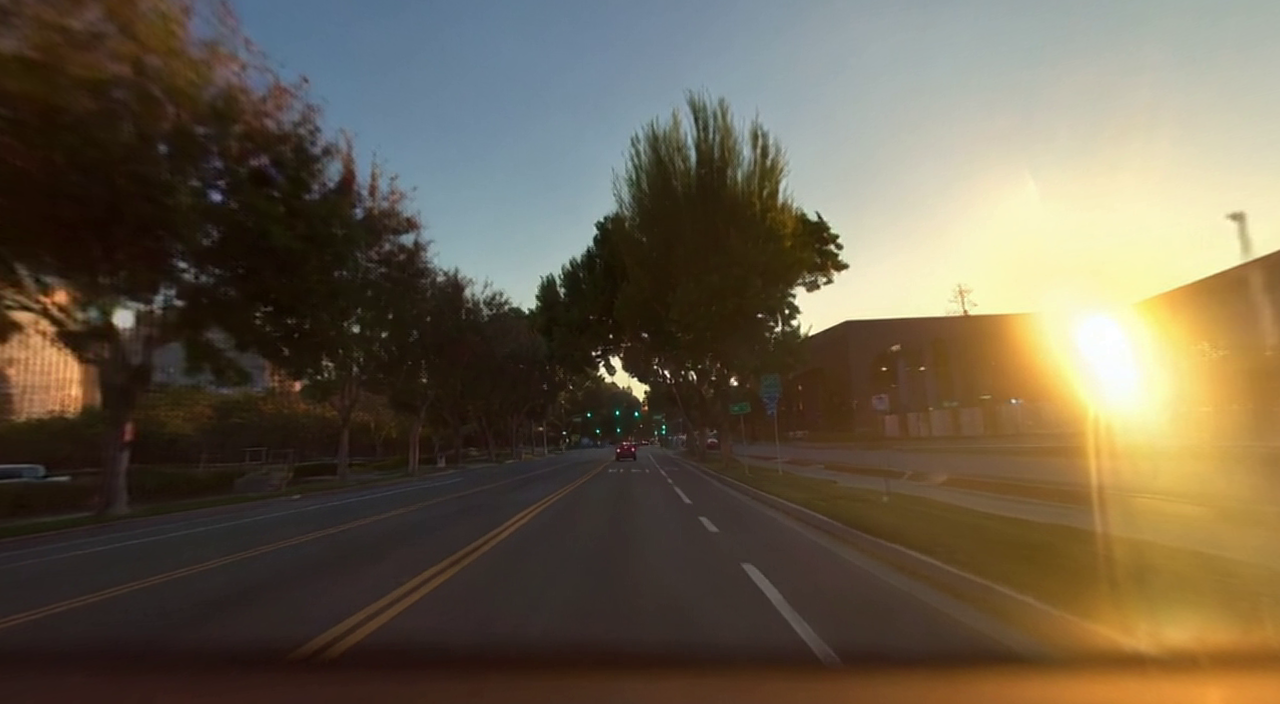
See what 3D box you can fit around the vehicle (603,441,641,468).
[{"bbox_3d":[-1.118,6.101,37.856,2.131,1.474,4.146,0,-8,-3],"label":"vehicle"}]
